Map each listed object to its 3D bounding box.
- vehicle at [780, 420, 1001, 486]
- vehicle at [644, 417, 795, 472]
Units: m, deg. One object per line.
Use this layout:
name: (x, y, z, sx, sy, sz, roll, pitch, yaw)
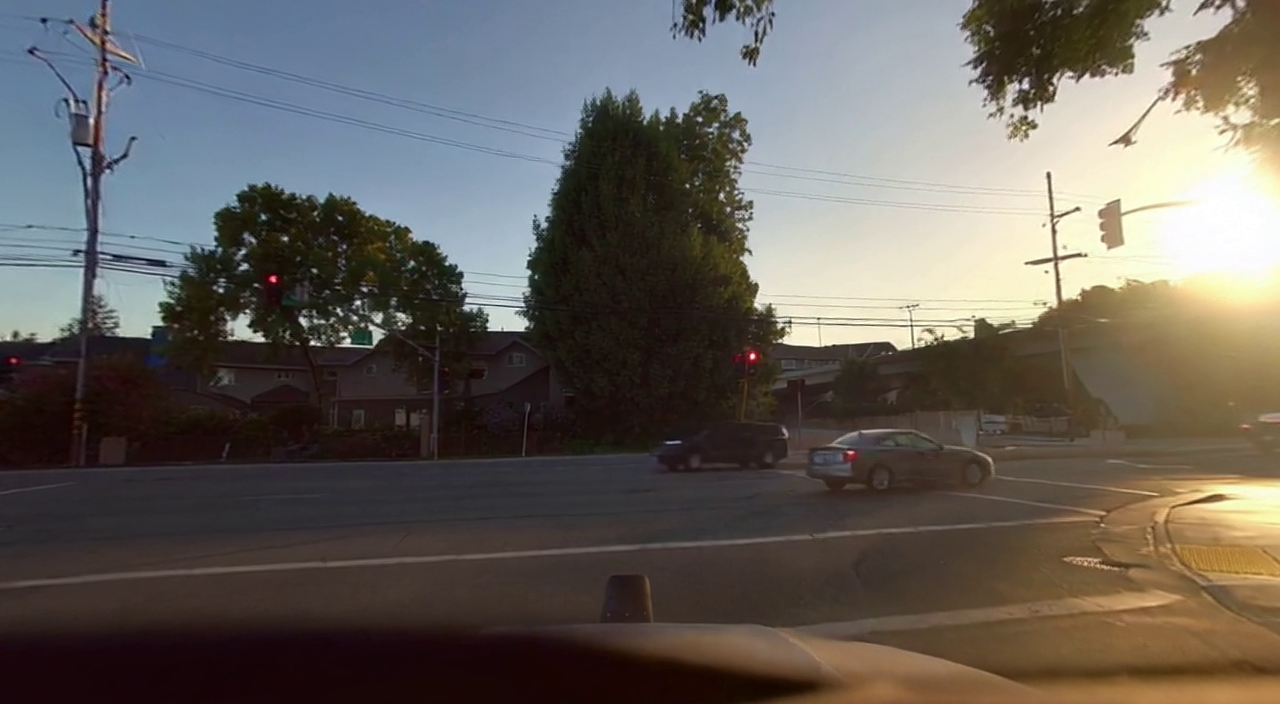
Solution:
vehicle: (6.082, 2.456, 15.493, 4.757, 1.442, 1.858, 2, -9, -13)
vehicle: (2.812, 3.319, 22.661, 4.966, 1.806, 2.007, 2, -9, -15)
